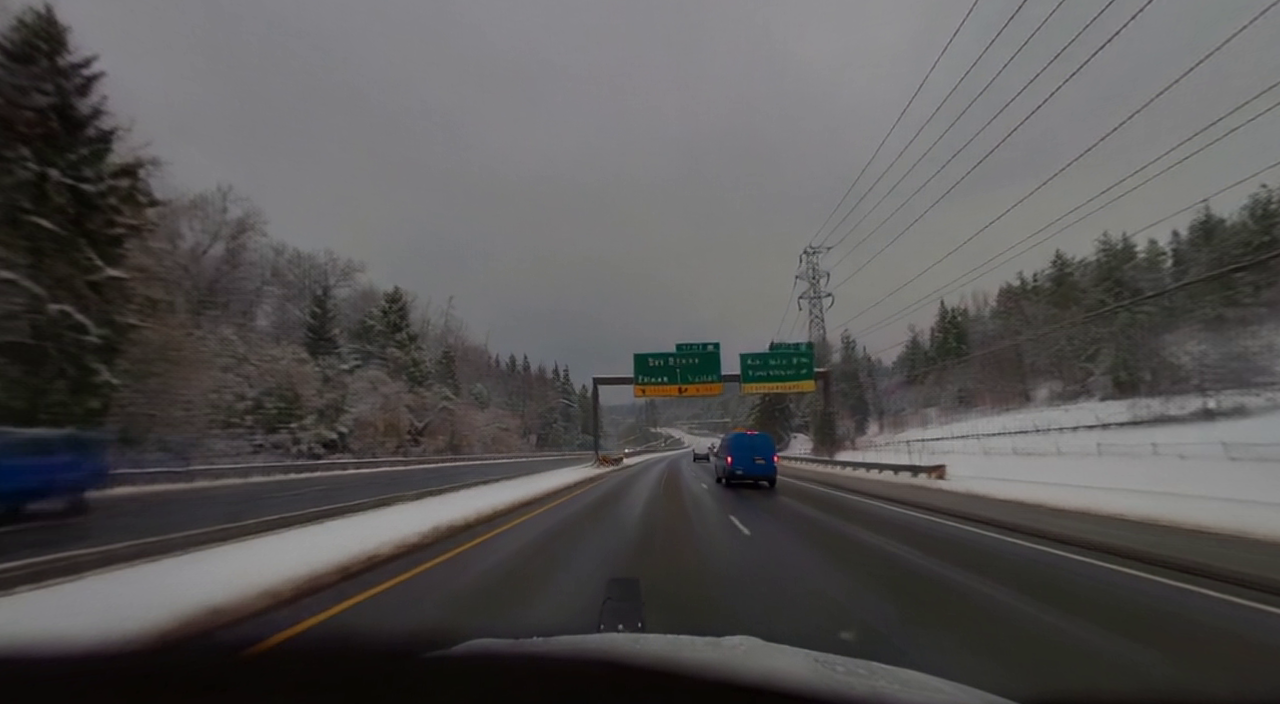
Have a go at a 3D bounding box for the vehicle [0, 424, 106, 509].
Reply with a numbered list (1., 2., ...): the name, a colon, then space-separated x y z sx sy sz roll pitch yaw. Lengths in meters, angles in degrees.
1. vehicle: -17.415 3.032 16.798 2.055 2.164 4.594 0 -9 4

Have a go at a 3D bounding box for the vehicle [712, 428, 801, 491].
1. vehicle: 3.950 3.780 22.370 2.261 1.969 5.104 0 -9 1
